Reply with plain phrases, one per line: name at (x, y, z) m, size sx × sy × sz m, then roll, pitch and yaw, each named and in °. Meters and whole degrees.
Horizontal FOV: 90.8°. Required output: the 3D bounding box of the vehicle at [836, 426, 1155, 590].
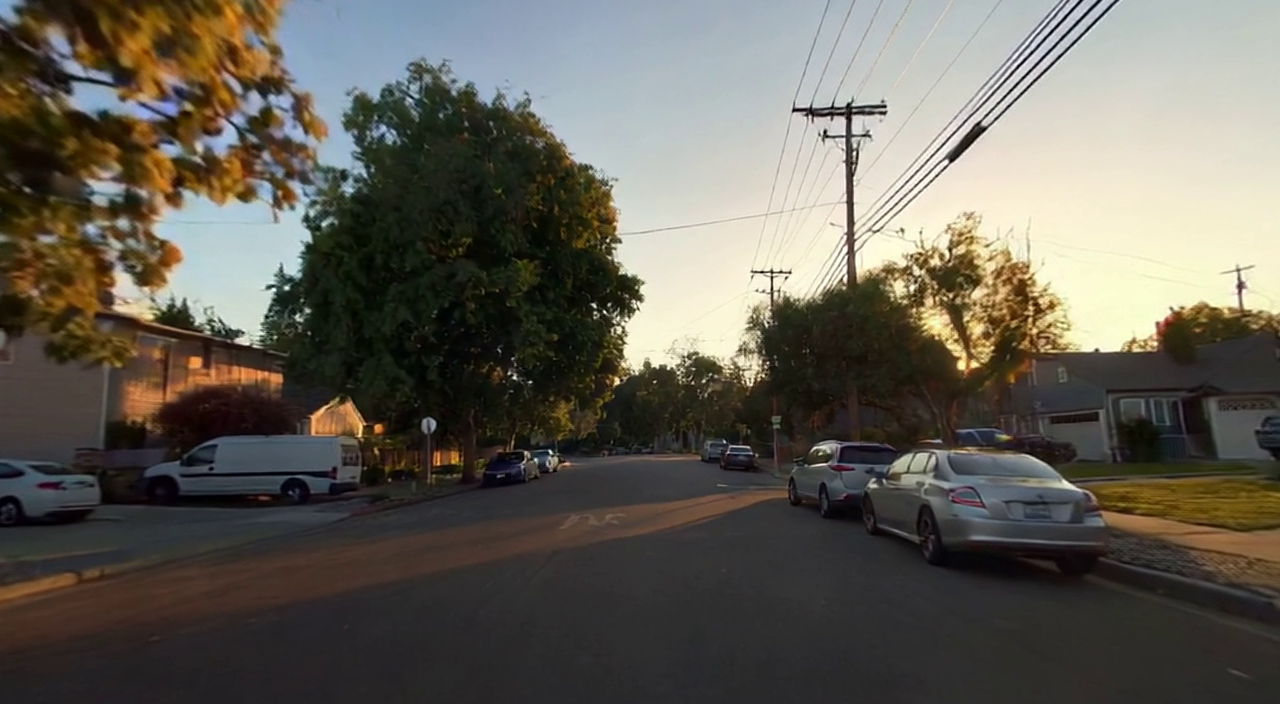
vehicle at (3.810, 1.689, 7.679) m, size 1.845 × 1.453 × 3.792 m, roll 0°, pitch -8°, yaw 4°

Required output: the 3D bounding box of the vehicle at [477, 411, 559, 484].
vehicle at (-5.284, 4.274, 28.356) m, size 2.199 × 2.902 × 5.848 m, roll 0°, pitch -8°, yaw 3°

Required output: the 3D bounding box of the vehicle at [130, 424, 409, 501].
vehicle at (-10.306, 3.101, 18.012) m, size 6.488 × 2.009 × 2.354 m, roll 0°, pitch -8°, yaw 3°

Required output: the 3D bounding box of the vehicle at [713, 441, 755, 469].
vehicle at (5.081, 5.600, 34.637) m, size 1.743 × 1.440 × 3.732 m, roll 0°, pitch -8°, yaw 1°

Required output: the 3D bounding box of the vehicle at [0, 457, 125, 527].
vehicle at (-14.490, 3.060, 14.049) m, size 4.481 × 1.420 × 1.712 m, roll 0°, pitch -8°, yaw -1°
